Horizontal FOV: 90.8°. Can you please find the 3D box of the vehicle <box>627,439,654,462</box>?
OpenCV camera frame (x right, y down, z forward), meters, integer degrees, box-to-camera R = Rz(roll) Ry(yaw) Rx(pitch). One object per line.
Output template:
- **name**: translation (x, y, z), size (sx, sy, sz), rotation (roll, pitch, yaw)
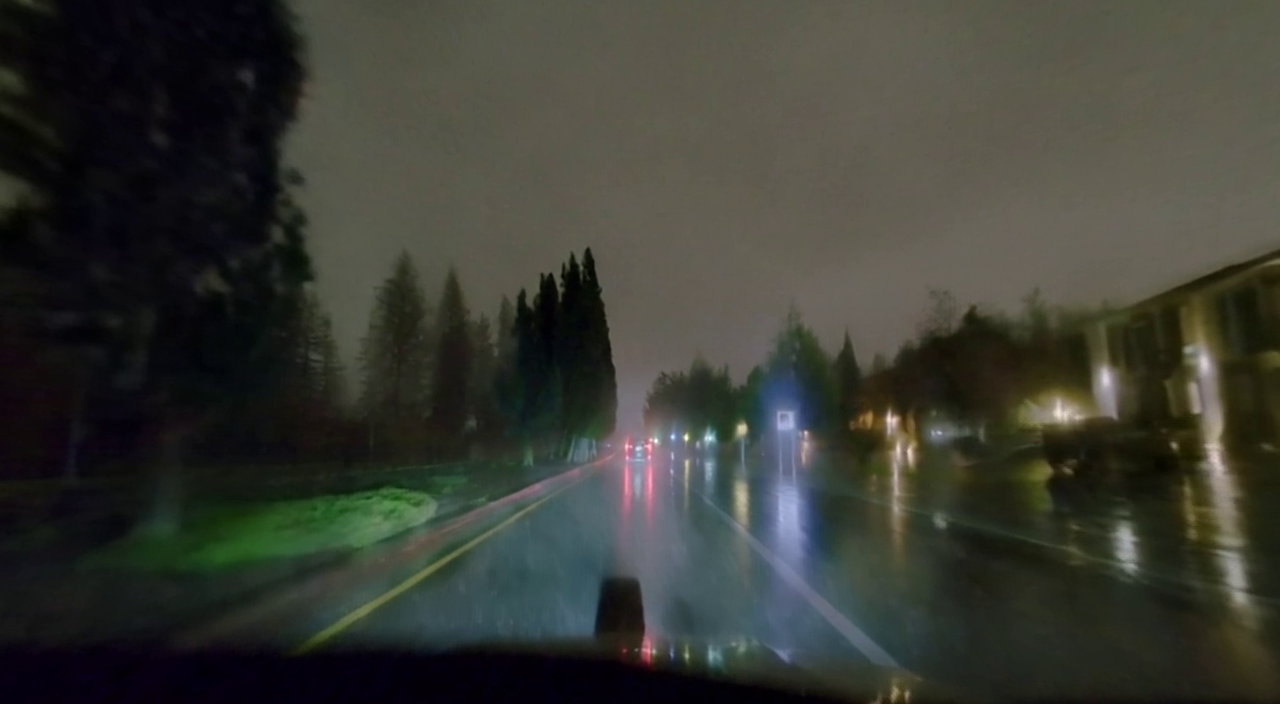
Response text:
- **vehicle**: translation (0.036, 7.762, 49.905), size (2.016, 1.665, 3.932), rotation (0, -8, 0)
